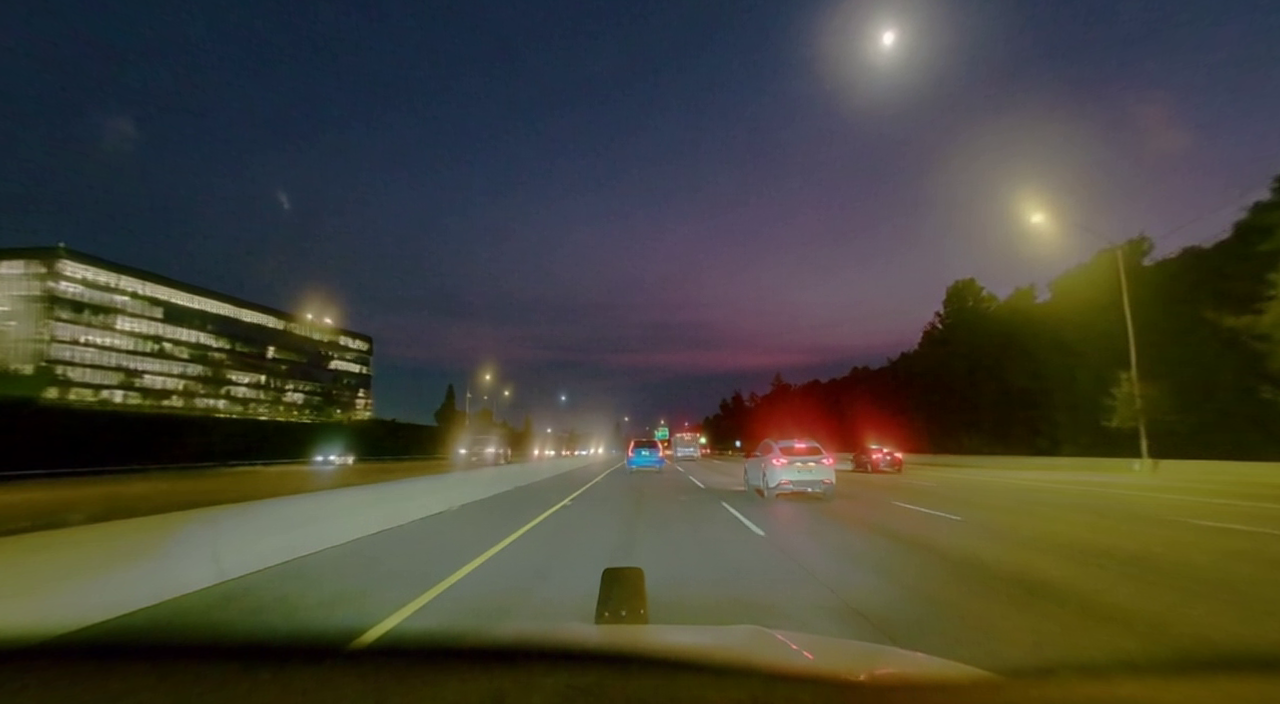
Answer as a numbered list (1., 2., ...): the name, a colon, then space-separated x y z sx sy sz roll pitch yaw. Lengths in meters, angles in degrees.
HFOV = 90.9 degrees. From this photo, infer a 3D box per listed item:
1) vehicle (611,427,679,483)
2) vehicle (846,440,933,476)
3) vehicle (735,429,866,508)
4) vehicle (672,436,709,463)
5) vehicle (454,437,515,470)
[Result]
1. vehicle: 0.174 3.832 23.685 2.290 1.862 4.454 0 -8 0
2. vehicle: 10.955 4.682 28.050 2.027 1.446 4.470 0 -8 0
3. vehicle: 3.591 2.683 14.969 2.042 1.592 4.047 0 -8 0
4. vehicle: 3.872 7.630 49.479 2.328 1.987 5.440 0 -8 -1
5. vehicle: -10.685 7.019 43.954 2.614 2.135 6.505 0 -8 0
